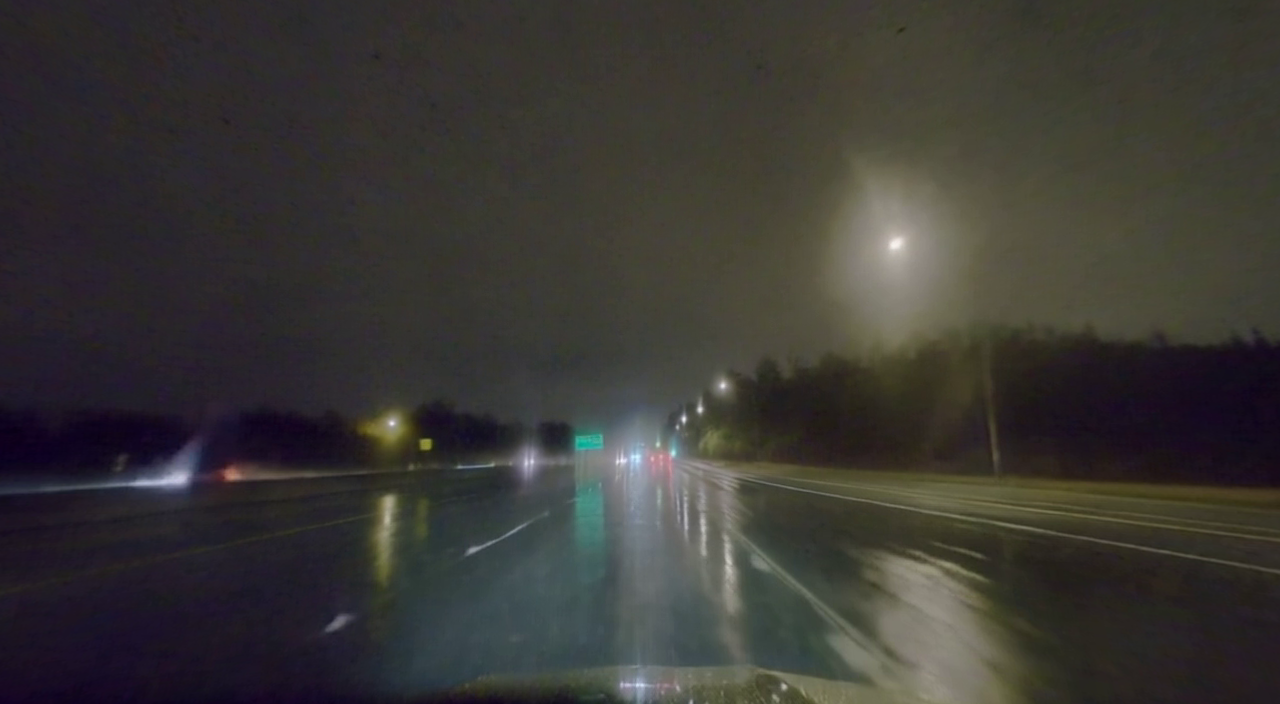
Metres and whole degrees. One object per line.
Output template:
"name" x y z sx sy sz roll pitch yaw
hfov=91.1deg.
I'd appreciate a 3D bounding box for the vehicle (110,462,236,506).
"vehicle" -20.828 5.861 28.326 2.005 1.653 4.637 -1 -9 2
